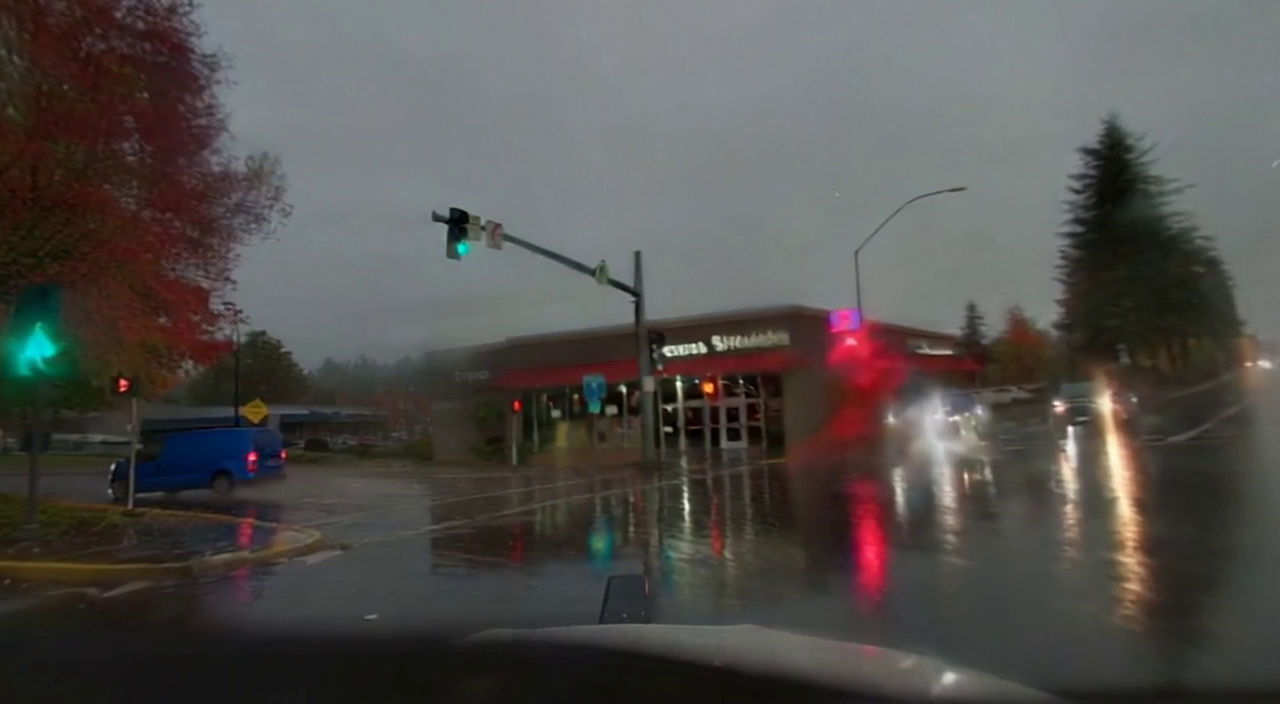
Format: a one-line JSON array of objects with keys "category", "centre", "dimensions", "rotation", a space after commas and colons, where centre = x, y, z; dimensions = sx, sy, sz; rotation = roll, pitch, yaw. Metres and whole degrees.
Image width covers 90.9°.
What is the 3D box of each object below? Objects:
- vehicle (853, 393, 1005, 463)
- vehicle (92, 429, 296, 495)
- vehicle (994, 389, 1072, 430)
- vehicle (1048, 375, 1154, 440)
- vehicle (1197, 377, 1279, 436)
[{"category": "vehicle", "centre": [9.701, 2.420, 20.868], "dimensions": [5.787, 1.834, 2.524], "rotation": [2, -7, -44]}, {"category": "vehicle", "centre": [-13.505, 3.310, 19.215], "dimensions": [5.110, 1.814, 2.146], "rotation": [-3, -7, 14]}, {"category": "vehicle", "centre": [19.330, 2.878, 30.906], "dimensions": [2.247, 1.808, 4.945], "rotation": [-7, -10, 42]}, {"category": "vehicle", "centre": [16.208, 2.020, 22.046], "dimensions": [2.331, 1.971, 4.946], "rotation": [-7, -10, 41]}, {"category": "vehicle", "centre": [19.757, 1.861, 20.749], "dimensions": [1.991, 1.688, 4.793], "rotation": [-7, -10, 41]}]
